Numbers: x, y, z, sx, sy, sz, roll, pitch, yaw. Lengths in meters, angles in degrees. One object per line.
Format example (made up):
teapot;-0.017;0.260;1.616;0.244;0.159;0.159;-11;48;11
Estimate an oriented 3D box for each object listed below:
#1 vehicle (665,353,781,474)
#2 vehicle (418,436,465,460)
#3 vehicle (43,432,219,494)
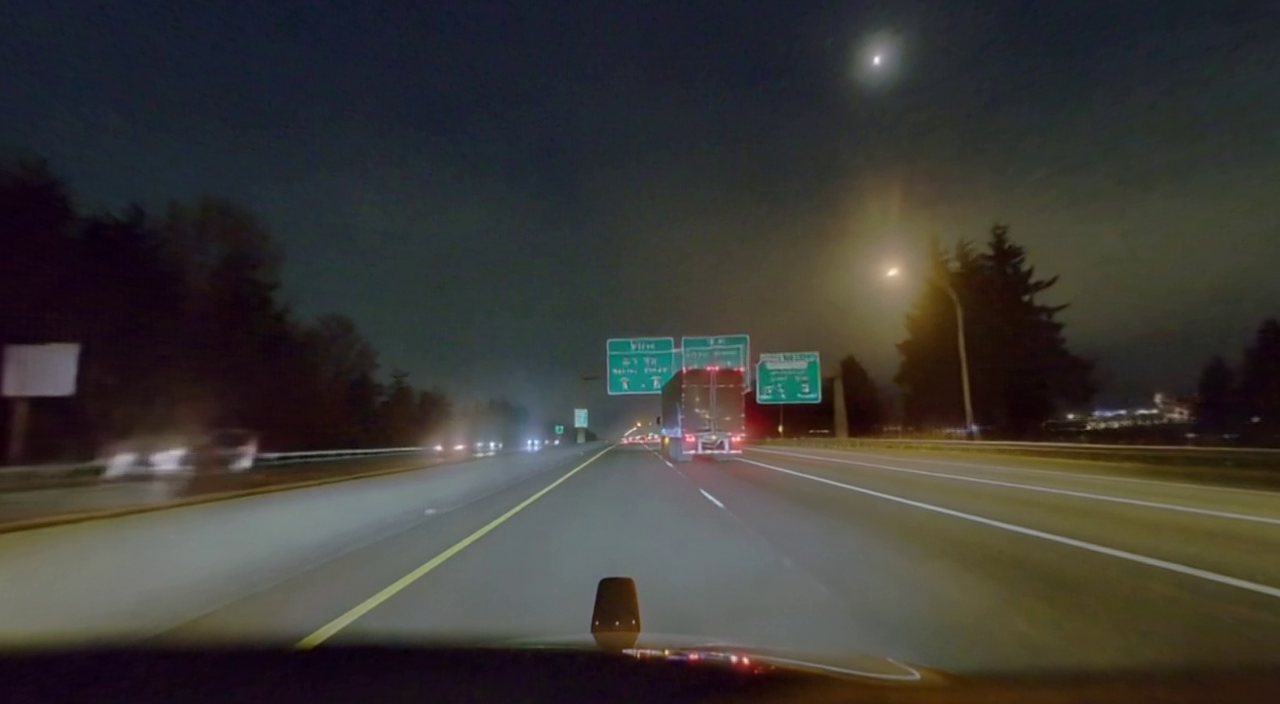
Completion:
vehicle;2.996;2.876;27.546;2.954;3.995;13.335;0;-7;-1
vehicle;-13.700;6.609;43.727;1.896;1.577;4.074;0;-7;0
vehicle;-17.673;3.816;22.340;2.031;1.922;5.065;0;-7;-1
